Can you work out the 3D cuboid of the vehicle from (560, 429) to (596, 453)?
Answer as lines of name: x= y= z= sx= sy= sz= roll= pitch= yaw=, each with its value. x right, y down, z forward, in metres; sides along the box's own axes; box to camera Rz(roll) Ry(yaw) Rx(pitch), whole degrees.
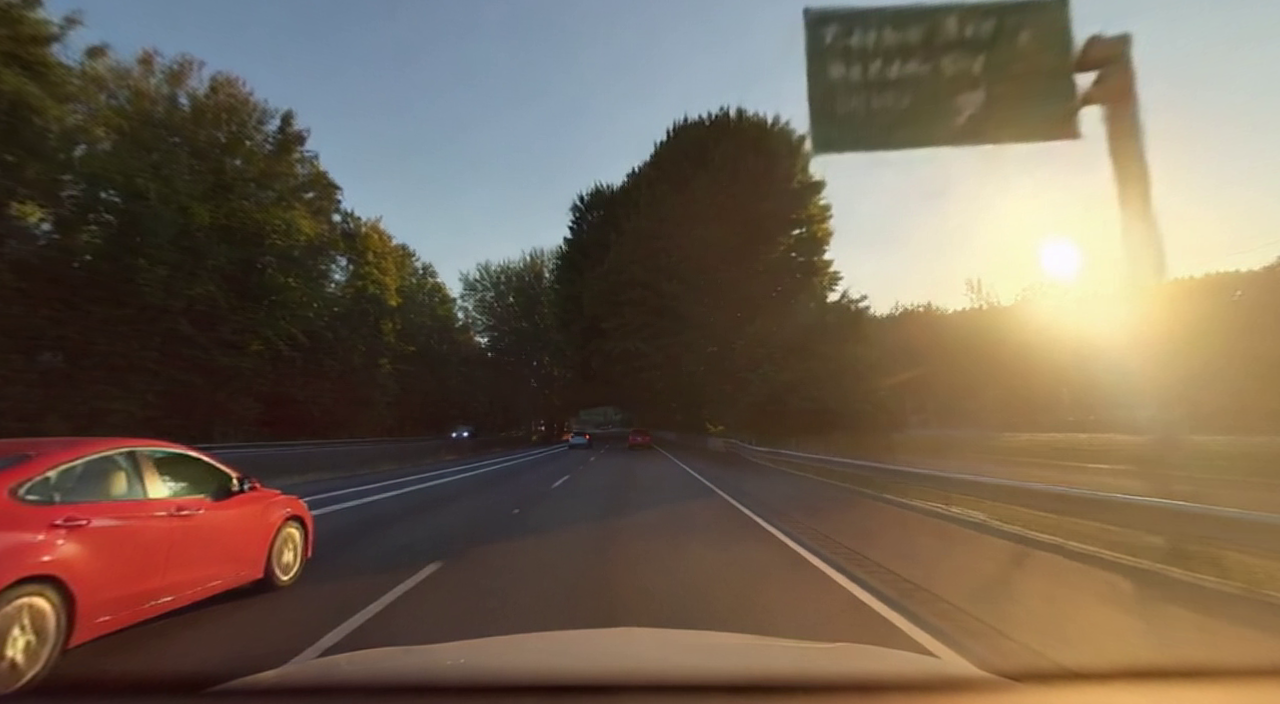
vehicle: x=-4.291 y=6.190 z=43.987 sx=2.055 sy=1.610 sz=4.116 roll=0 pitch=-8 yaw=1

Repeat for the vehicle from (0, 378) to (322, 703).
vehicle: x=-3.862 y=0.980 z=3.660 sx=1.958 sy=1.486 sz=3.988 roll=0 pitch=-8 yaw=0

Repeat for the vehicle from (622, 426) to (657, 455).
vehicle: x=-0.051 y=5.766 z=41.131 sx=2.170 sy=1.790 sz=4.490 roll=0 pitch=-8 yaw=-1
